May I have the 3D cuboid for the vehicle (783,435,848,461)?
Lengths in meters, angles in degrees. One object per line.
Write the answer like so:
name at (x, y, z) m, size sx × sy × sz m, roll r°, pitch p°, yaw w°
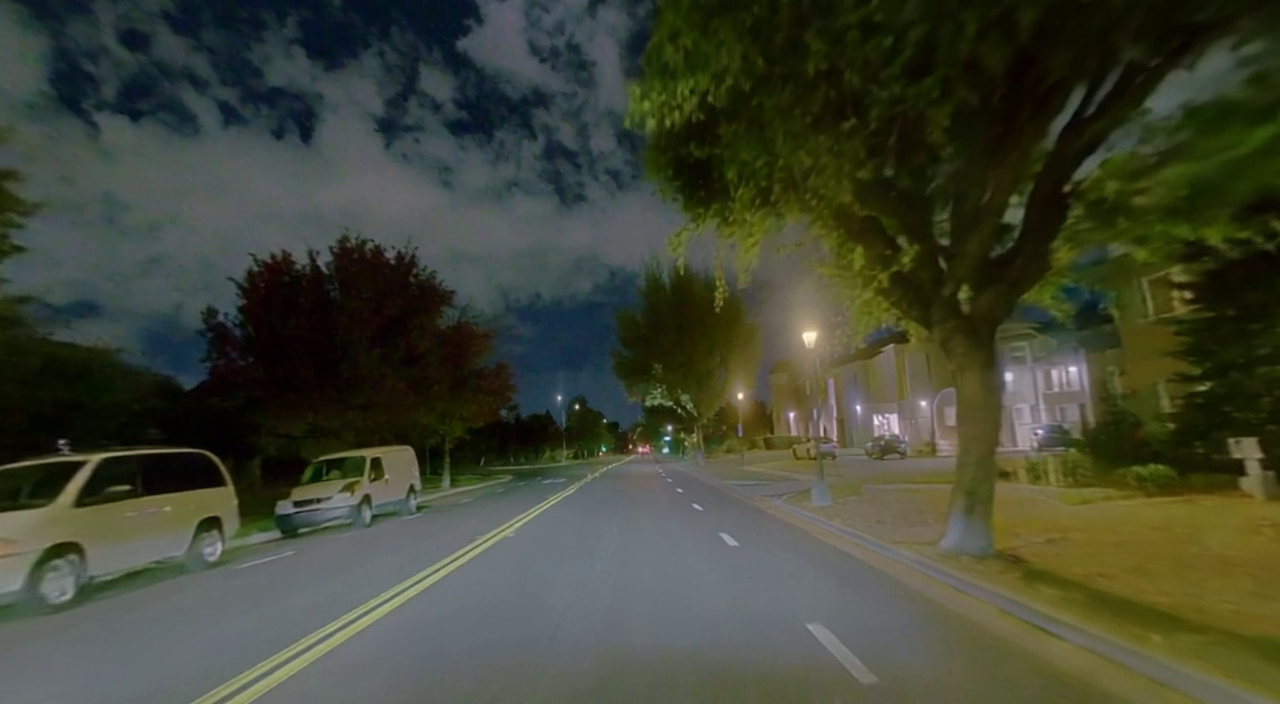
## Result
vehicle at (9.354, 5.186, 34.094) m, size 1.922 × 1.263 × 4.664 m, roll 0°, pitch -9°, yaw -3°

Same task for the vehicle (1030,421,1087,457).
vehicle at (21.775, 4.557, 33.026) m, size 1.956 × 1.632 × 3.922 m, roll -9°, pitch -11°, yaw 27°

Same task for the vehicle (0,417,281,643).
vehicle at (-6.912, 2.098, 7.859) m, size 2.173 × 2.020 × 4.770 m, roll -6°, pitch -10°, yaw -1°

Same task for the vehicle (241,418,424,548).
vehicle at (-6.827, 2.928, 14.606) m, size 2.057 × 2.317 × 4.386 m, roll -6°, pitch -10°, yaw -1°

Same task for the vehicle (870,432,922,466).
vehicle at (13.784, 5.190, 33.839) m, size 1.860 × 1.697 × 4.292 m, roll -5°, pitch -10°, yaw 30°
